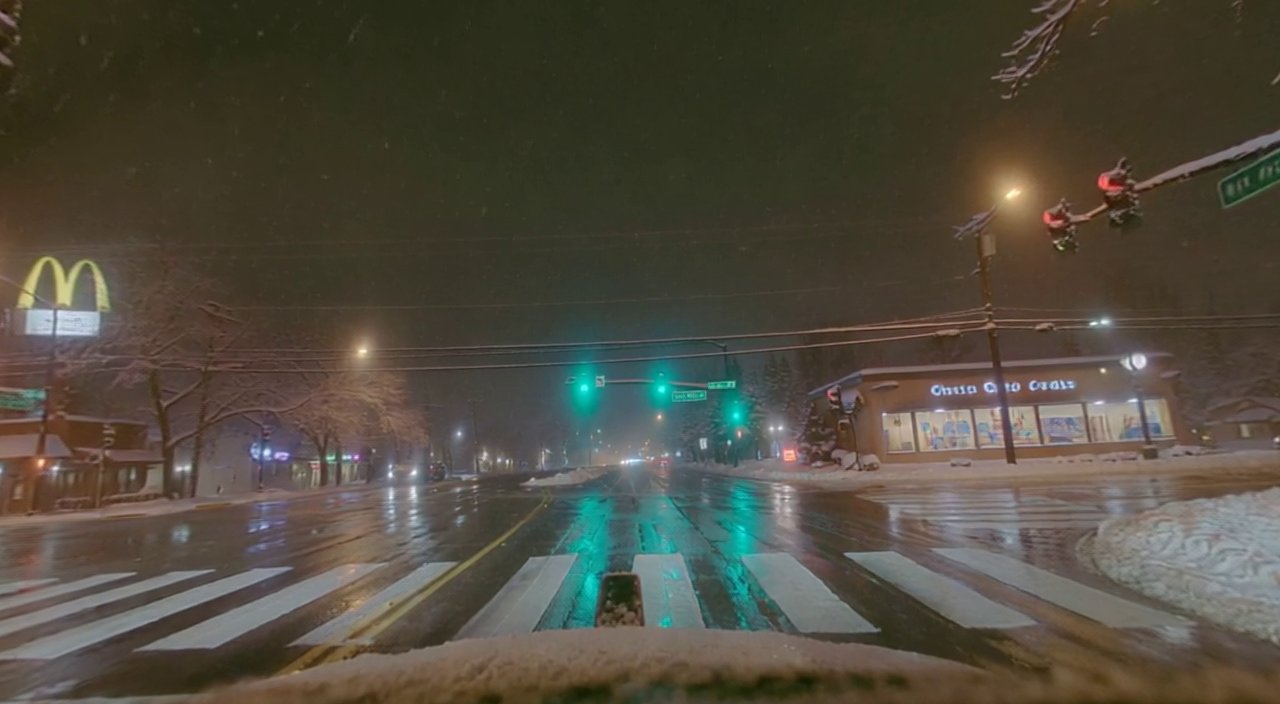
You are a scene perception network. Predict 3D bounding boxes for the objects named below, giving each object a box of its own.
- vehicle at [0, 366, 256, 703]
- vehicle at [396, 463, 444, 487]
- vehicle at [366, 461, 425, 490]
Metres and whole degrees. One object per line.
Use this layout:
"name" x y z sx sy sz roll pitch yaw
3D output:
"vehicle" -3.413 0.747 1.413 2.081 1.644 4.523 0 -9 2
"vehicle" -15.755 8.833 45.406 1.931 1.471 4.152 0 -9 0
"vehicle" -19.216 9.703 49.785 2.227 2.033 5.614 0 -9 2
